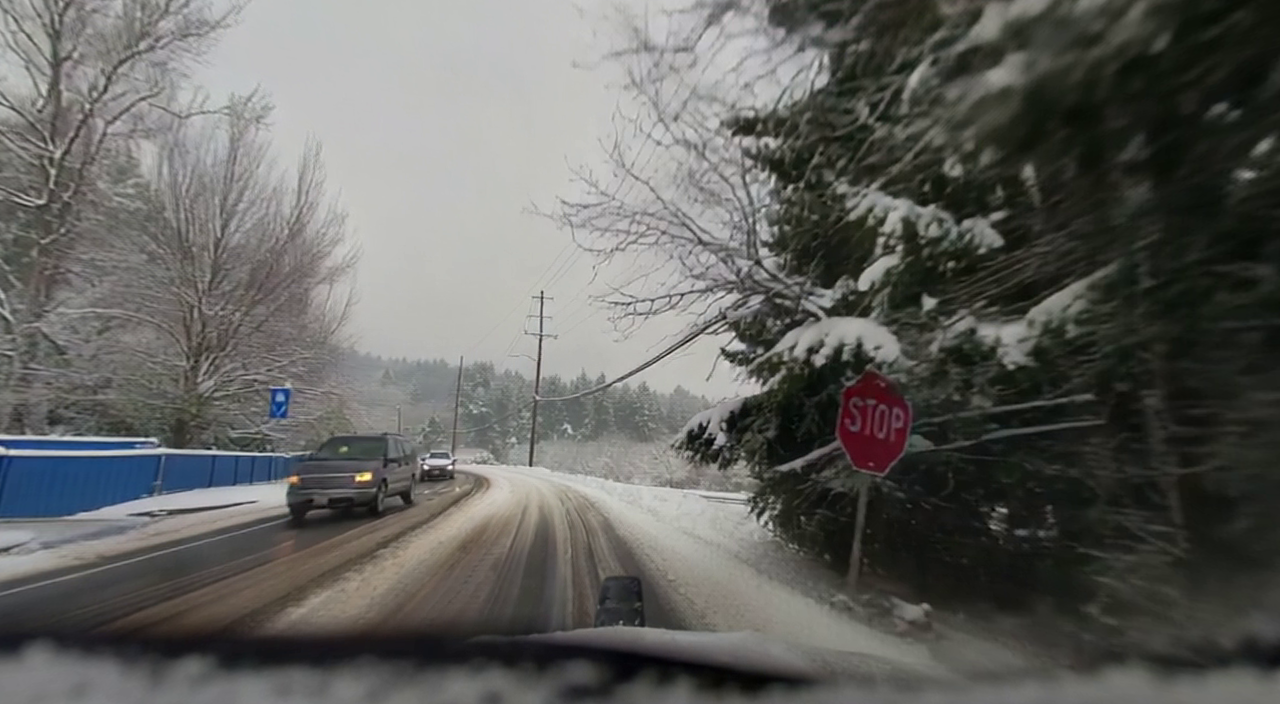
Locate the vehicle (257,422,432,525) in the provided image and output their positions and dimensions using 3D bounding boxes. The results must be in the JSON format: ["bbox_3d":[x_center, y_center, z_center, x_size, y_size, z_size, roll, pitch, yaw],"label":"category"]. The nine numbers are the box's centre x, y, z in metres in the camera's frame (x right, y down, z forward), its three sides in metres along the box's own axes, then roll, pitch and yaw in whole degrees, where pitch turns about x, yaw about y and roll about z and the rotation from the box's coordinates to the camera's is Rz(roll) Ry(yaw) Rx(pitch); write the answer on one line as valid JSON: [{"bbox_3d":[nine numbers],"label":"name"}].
[{"bbox_3d":[-6.237,2.594,13.994,2.185,1.901,4.177,1,-9,-6],"label":"vehicle"}]
